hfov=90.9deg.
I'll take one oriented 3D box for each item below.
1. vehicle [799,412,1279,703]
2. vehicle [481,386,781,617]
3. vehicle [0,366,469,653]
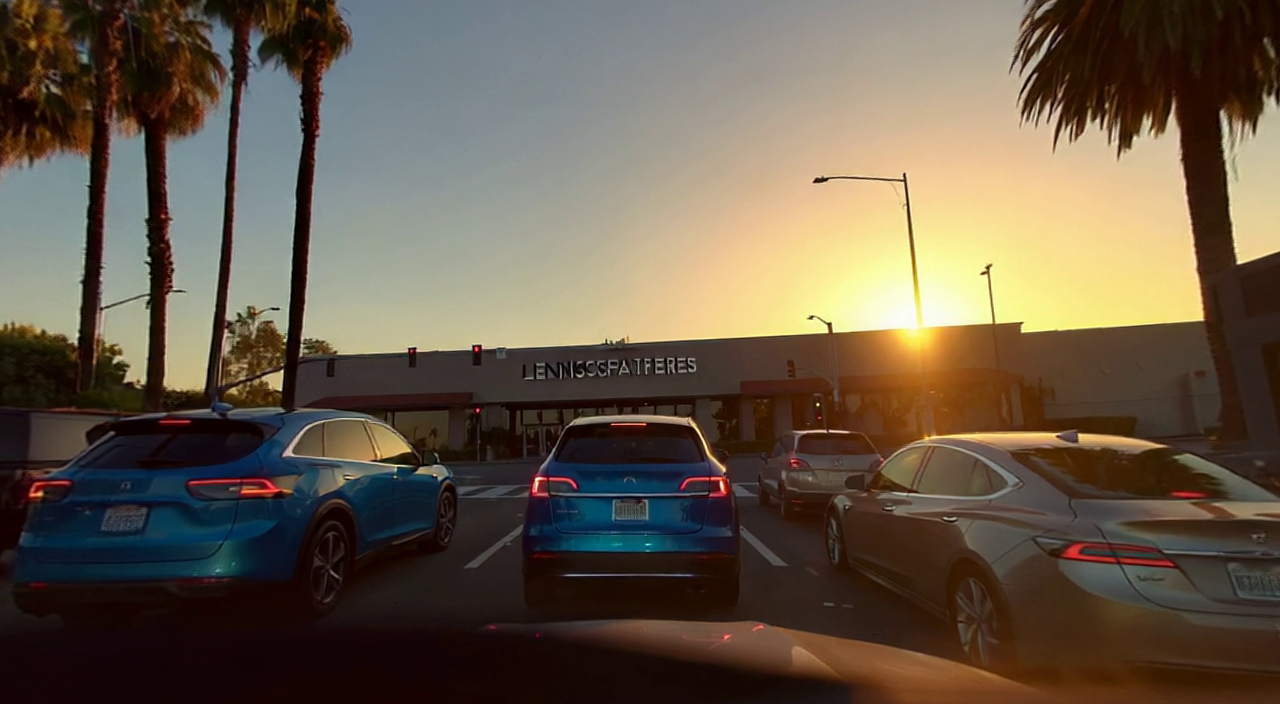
[{"bbox_3d":[2.970,1.372,5.260,2.017,1.491,4.611,0,-8,-1],"label":"vehicle"},{"bbox_3d":[-0.127,1.462,7.069,2.280,1.747,4.361,0,-8,-2],"label":"vehicle"},{"bbox_3d":[-3.339,1.282,6.133,2.014,1.755,4.360,0,-8,1],"label":"vehicle"}]
